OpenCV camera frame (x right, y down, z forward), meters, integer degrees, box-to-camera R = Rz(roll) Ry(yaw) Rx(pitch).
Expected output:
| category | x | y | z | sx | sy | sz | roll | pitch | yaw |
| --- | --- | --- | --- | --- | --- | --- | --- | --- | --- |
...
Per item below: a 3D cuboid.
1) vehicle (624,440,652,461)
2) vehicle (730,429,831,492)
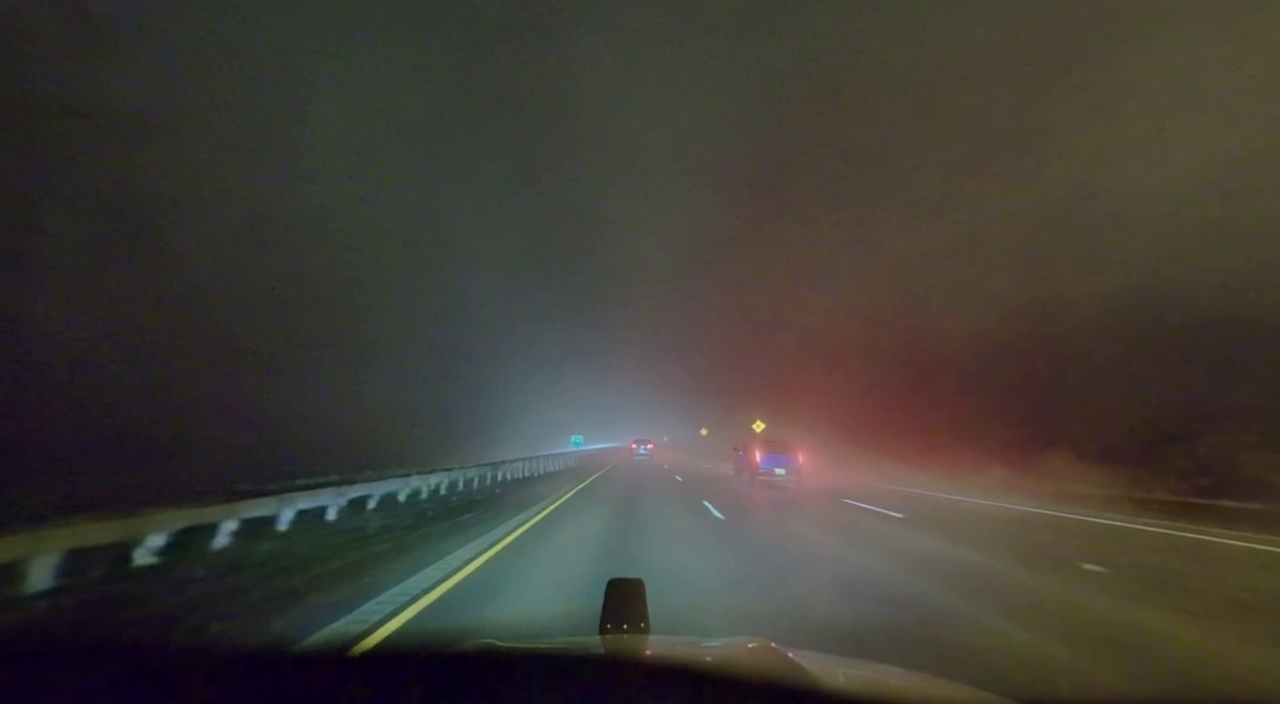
| category | x | y | z | sx | sy | sz | roll | pitch | yaw |
| --- | --- | --- | --- | --- | --- | --- | --- | --- | --- |
| vehicle | -0.112 | 7.404 | 47.391 | 2.009 | 1.554 | 4.013 | 0 | -8 | 1 |
| vehicle | 3.921 | 3.104 | 18.300 | 2.037 | 1.609 | 4.036 | 0 | -8 | 1 |
